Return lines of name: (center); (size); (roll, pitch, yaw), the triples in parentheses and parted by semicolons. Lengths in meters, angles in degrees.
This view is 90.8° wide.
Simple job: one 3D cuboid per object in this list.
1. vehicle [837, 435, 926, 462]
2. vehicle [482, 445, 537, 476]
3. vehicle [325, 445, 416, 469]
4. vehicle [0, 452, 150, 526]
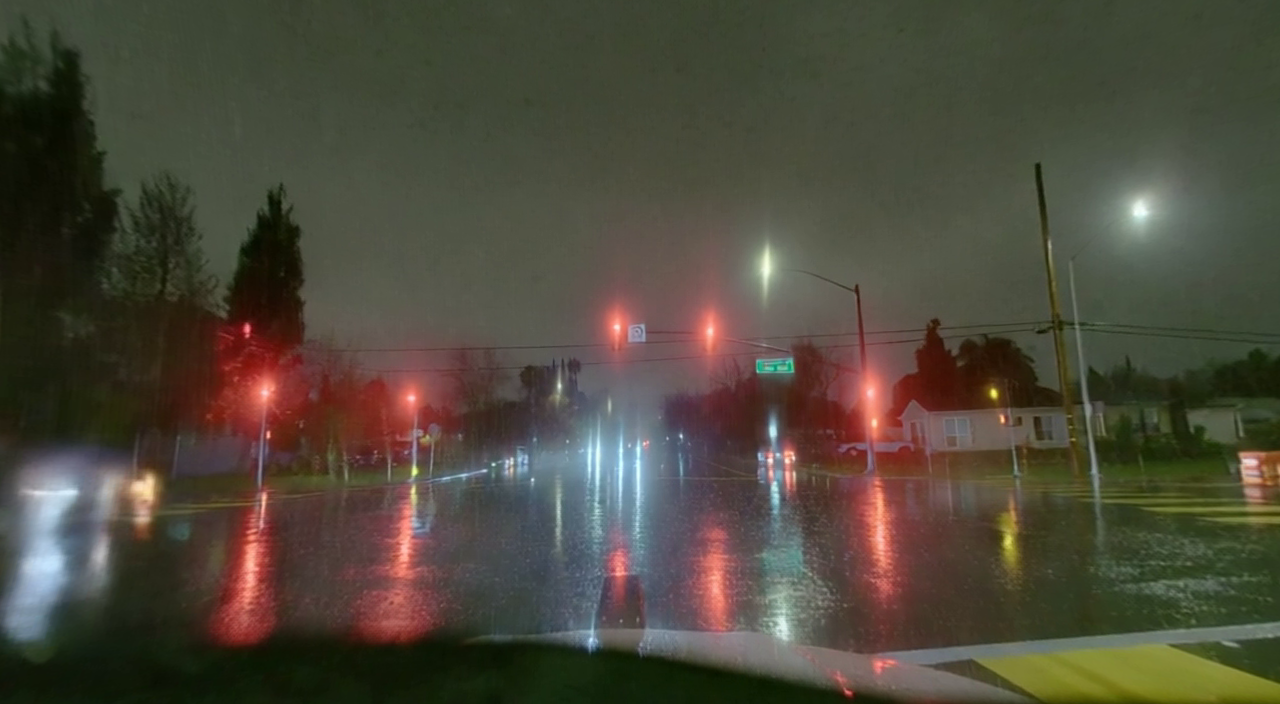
vehicle: (15.376, 6.175, 40.326); (4.892, 1.656, 1.856); (0, -8, 0)
vehicle: (-6.605, 5.531, 32.397); (1.881, 1.452, 4.121); (0, -8, 0)
vehicle: (-16.392, 6.377, 38.598); (4.713, 1.409, 1.918); (0, -8, -2)
vehicle: (-14.294, 3.019, 14.152); (4.860, 1.483, 2.077); (0, -8, -1)
